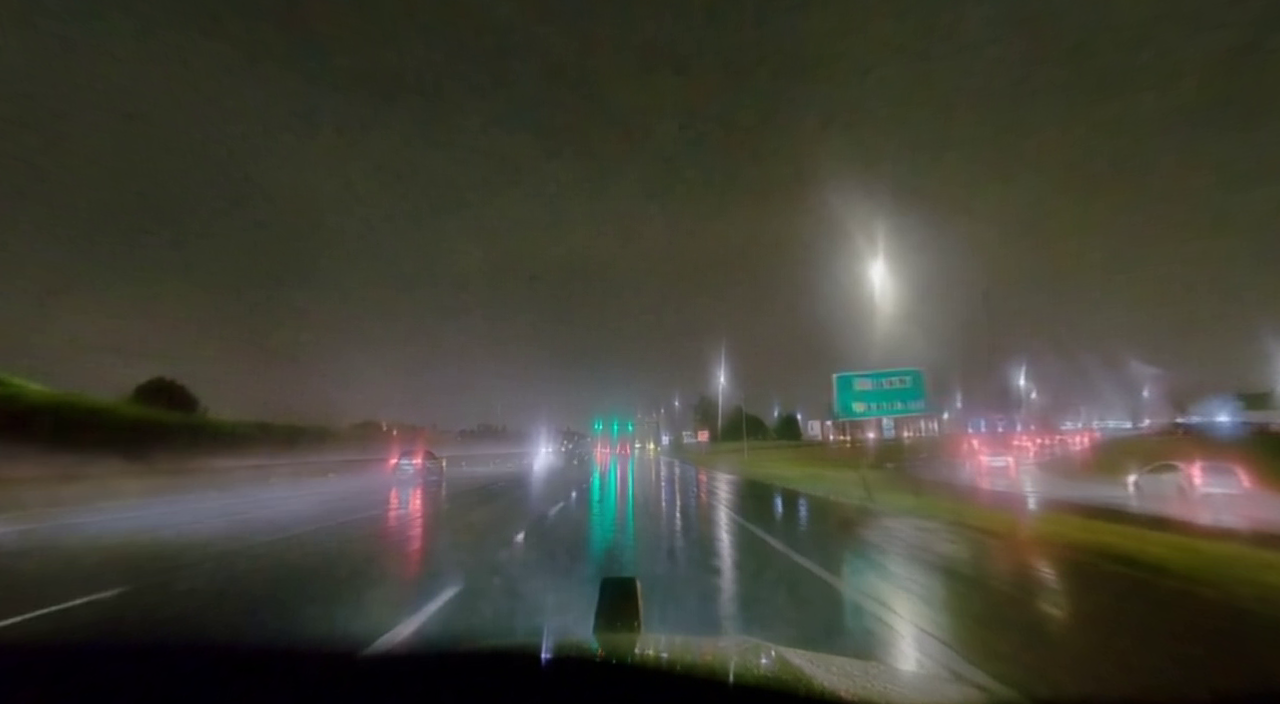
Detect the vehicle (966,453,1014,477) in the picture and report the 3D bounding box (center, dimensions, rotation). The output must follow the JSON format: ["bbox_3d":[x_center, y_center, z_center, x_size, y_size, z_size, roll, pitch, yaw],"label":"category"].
[{"bbox_3d":[26.938,8.684,48.801,2.356,1.643,4.254,-2,-9,17],"label":"vehicle"}]

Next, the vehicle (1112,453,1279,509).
[{"bbox_3d":[20.620,4.802,23.827,2.172,1.778,5.085,1,-10,8],"label":"vehicle"}]

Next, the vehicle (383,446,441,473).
[{"bbox_3d":[-14.442,6.828,40.312,2.057,1.619,4.443,0,-9,0],"label":"vehicle"}]
